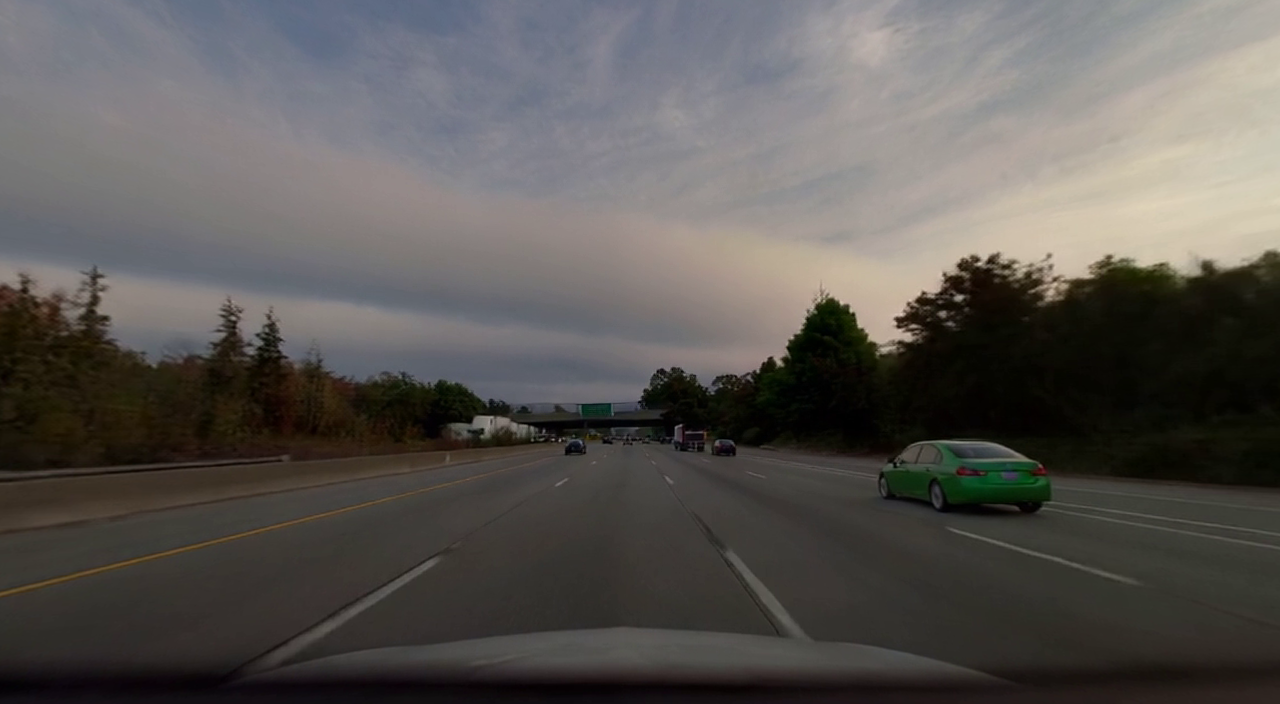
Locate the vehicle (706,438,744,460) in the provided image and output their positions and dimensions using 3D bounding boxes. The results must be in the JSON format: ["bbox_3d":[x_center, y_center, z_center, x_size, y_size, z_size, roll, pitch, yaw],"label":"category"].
[{"bbox_3d":[5.708,6.568,42.880,1.920,1.436,3.890,0,-8,-2],"label":"vehicle"}]

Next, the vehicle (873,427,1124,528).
[{"bbox_3d":[6.164,2.170,11.590,2.028,1.488,4.236,0,-8,-2],"label":"vehicle"}]
